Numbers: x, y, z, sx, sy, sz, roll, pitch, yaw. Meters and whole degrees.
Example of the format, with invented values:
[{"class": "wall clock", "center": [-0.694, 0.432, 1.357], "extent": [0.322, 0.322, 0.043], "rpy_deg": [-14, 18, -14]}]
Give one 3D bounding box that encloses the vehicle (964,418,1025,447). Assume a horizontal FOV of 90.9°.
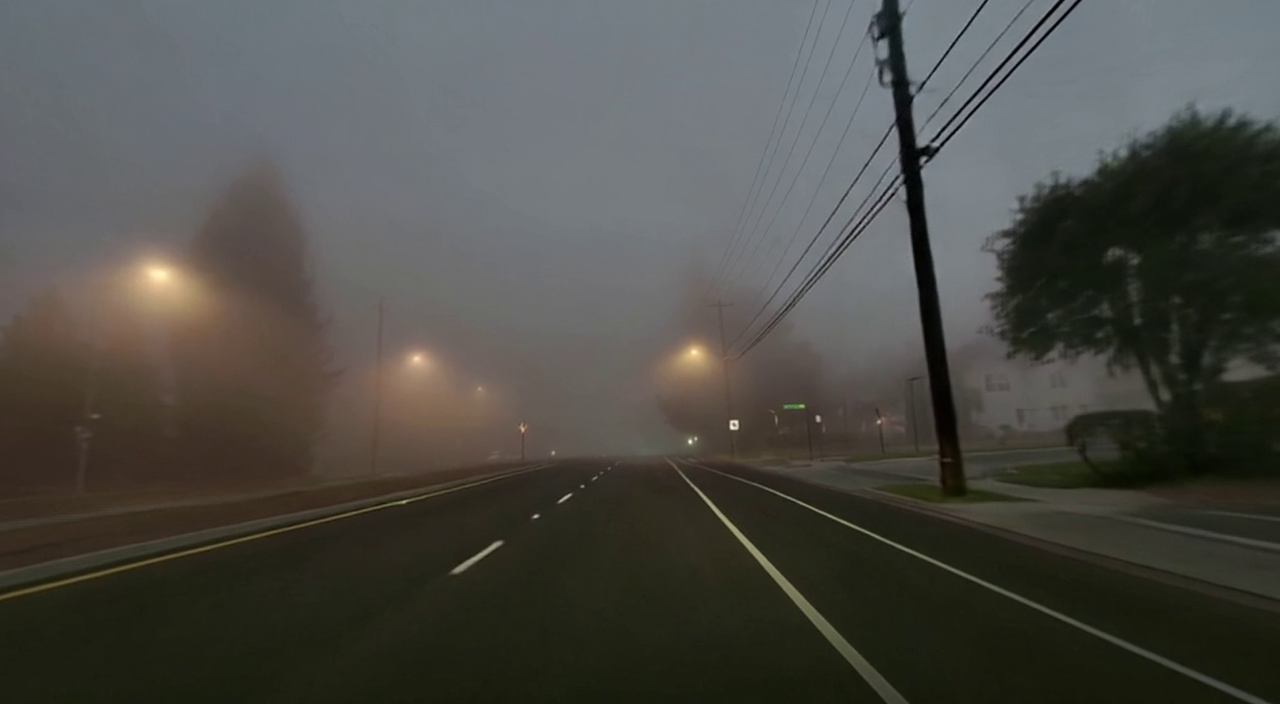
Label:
[{"class": "vehicle", "center": [26.663, 6.136, 47.540], "extent": [2.009, 2.044, 4.571], "rpy_deg": [0, -9, 2]}]
